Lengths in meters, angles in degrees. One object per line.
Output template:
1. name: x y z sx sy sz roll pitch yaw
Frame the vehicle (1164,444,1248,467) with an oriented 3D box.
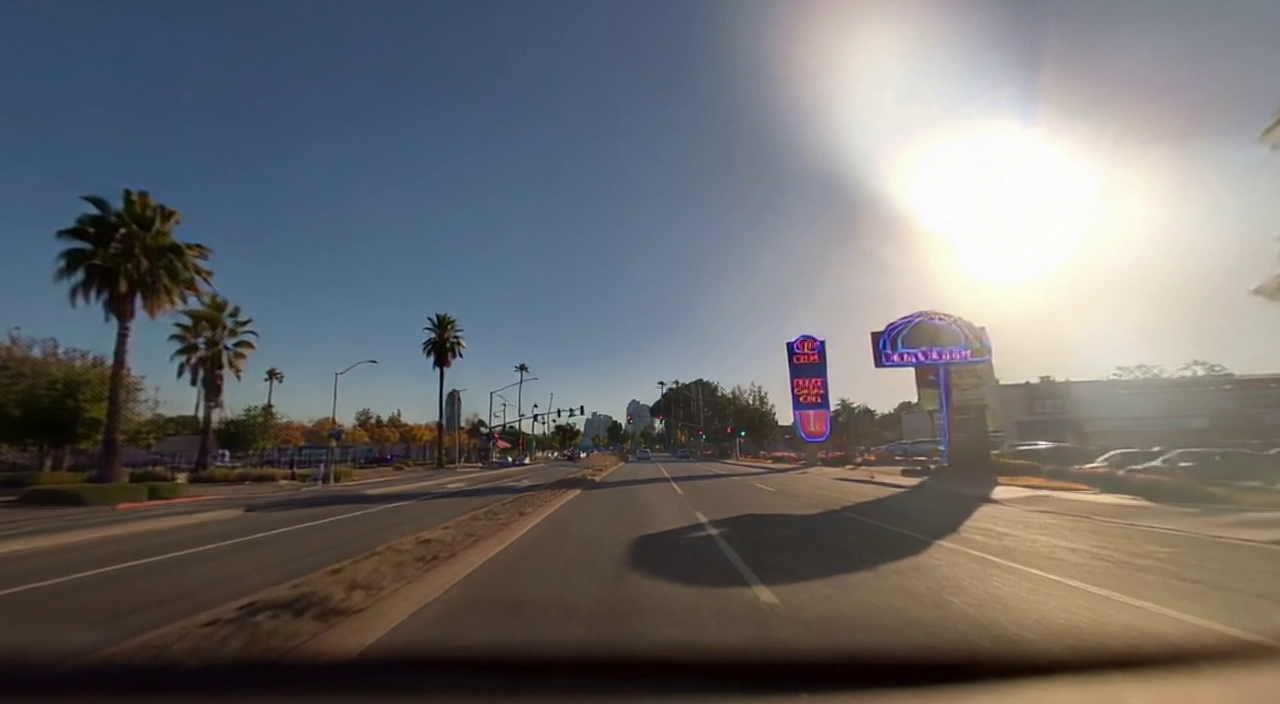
1. vehicle: 37.119 6.776 41.568 1.666 1.432 4.085 0 -8 -1
